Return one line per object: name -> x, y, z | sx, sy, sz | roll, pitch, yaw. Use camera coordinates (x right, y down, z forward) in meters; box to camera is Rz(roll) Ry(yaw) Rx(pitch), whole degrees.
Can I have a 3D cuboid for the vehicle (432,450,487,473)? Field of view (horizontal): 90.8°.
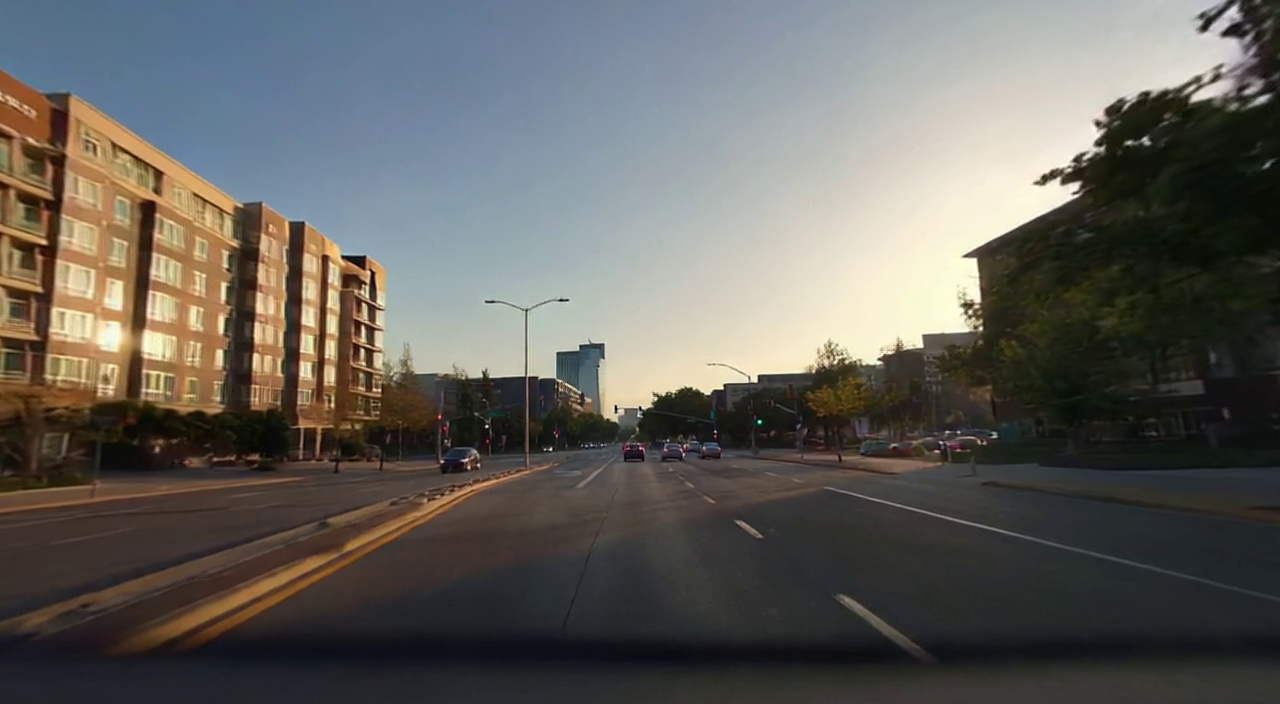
vehicle -> -12.021, 7.313, 42.459 | 2.247, 1.475, 4.593 | -1, -9, 1
